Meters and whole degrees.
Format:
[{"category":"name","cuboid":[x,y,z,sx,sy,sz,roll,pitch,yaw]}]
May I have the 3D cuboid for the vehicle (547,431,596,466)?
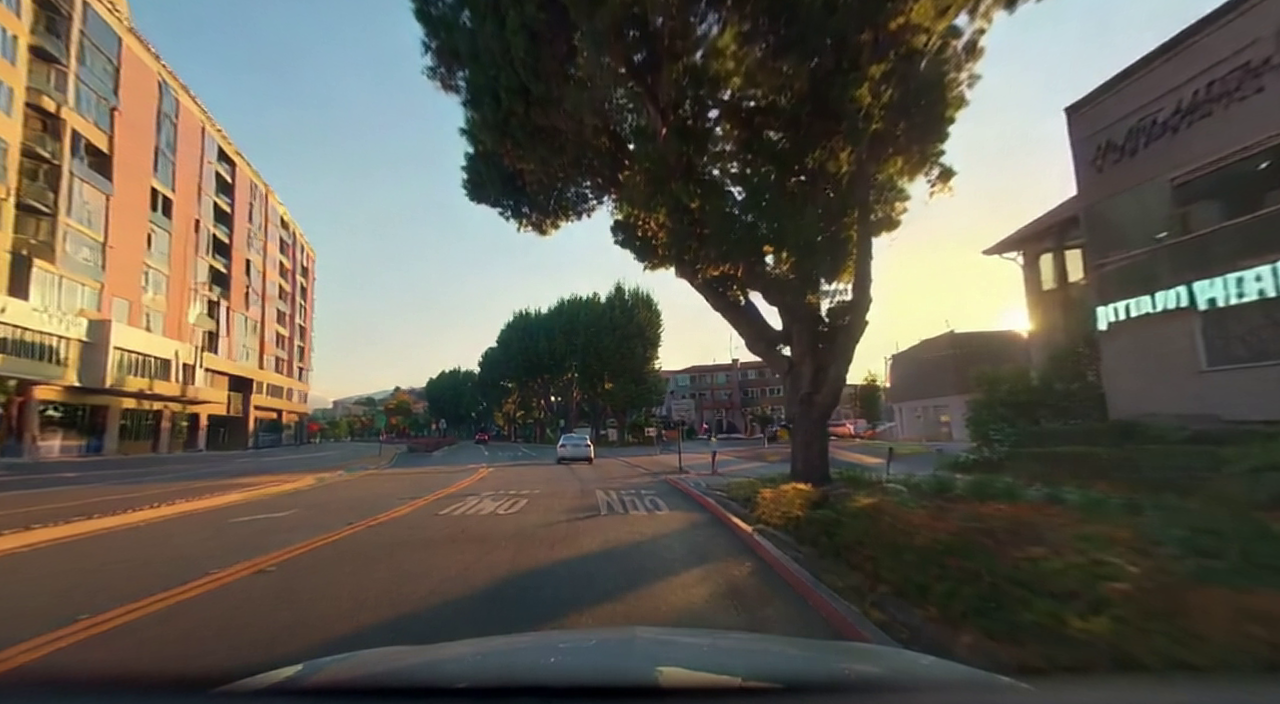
[{"category":"vehicle","cuboid":[-3.435,4.725,31.158,2.231,1.572,4.227,0,-8,-7]}]
